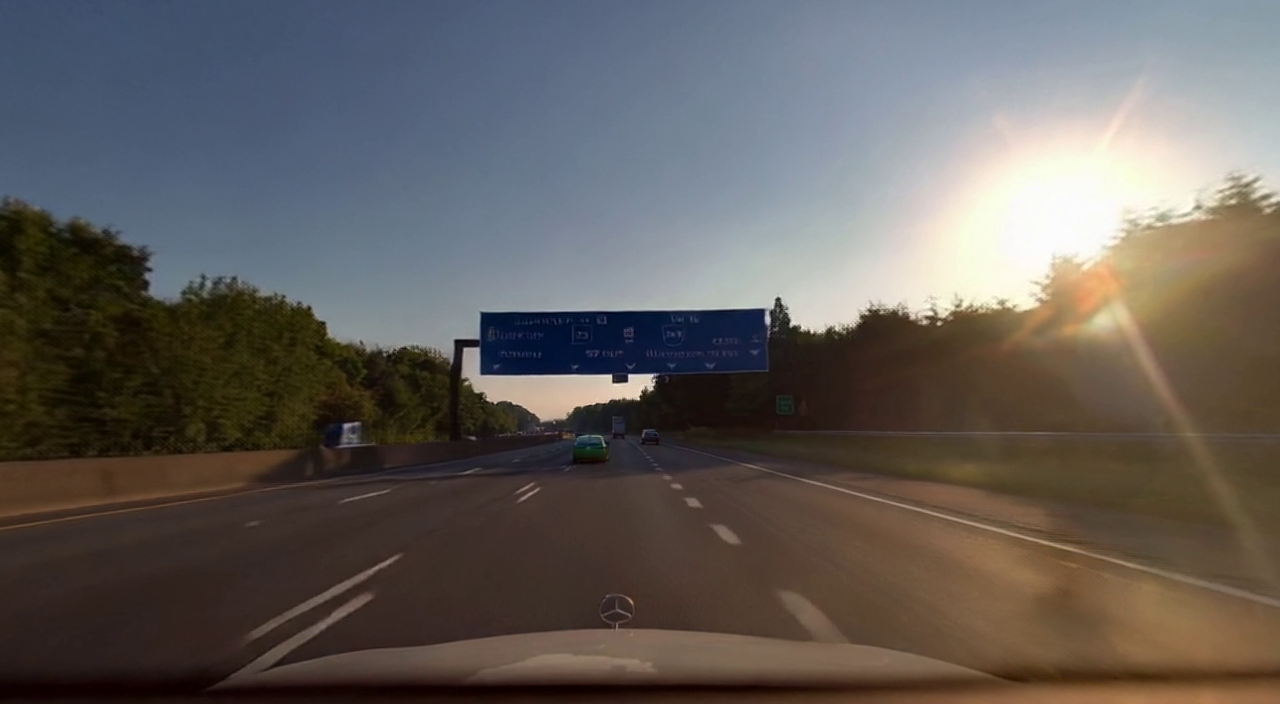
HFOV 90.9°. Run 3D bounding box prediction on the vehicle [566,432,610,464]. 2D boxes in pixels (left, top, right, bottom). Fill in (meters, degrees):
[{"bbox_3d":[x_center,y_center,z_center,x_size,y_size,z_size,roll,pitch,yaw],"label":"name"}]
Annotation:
[{"bbox_3d":[-2.547,4.783,31.686,2.000,1.491,3.913,0,-8,-1],"label":"vehicle"}]
